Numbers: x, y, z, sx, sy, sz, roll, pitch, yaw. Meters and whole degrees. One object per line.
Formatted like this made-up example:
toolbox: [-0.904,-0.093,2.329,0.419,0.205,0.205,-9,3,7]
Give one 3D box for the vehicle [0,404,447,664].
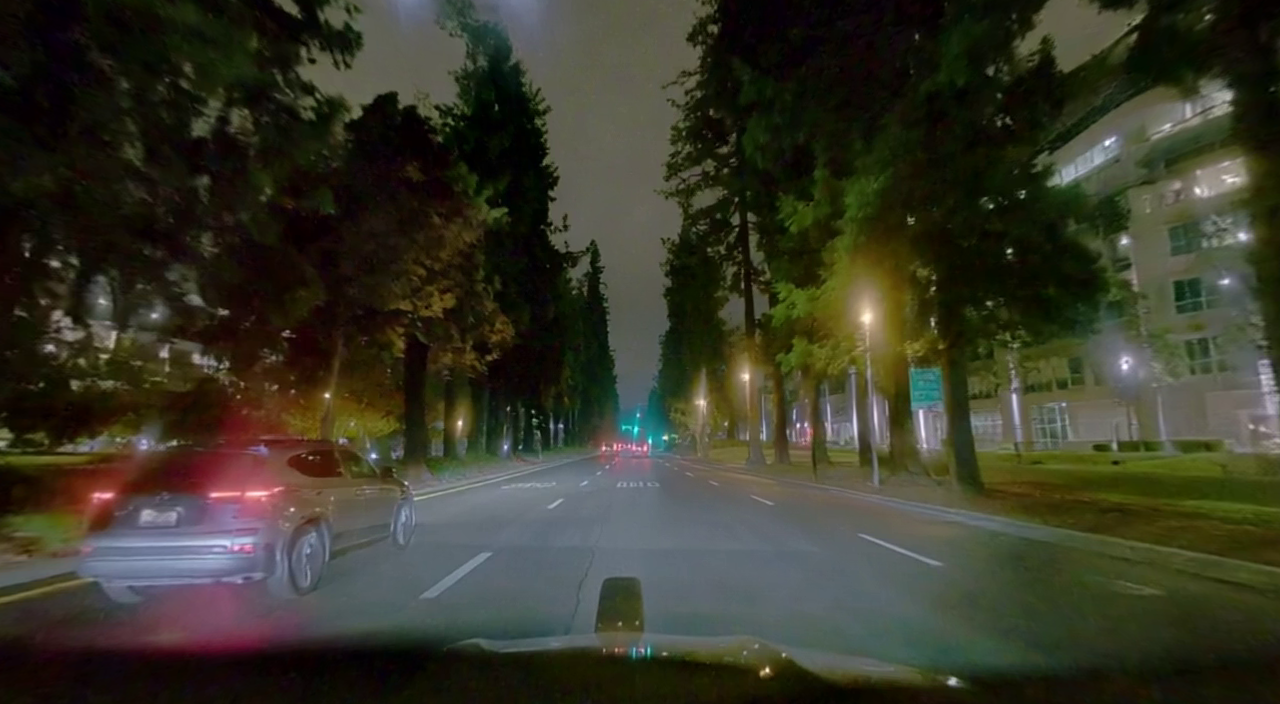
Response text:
vehicle: [-3.483,1.433,6.050,1.942,1.588,4.172,0,-9,0]
